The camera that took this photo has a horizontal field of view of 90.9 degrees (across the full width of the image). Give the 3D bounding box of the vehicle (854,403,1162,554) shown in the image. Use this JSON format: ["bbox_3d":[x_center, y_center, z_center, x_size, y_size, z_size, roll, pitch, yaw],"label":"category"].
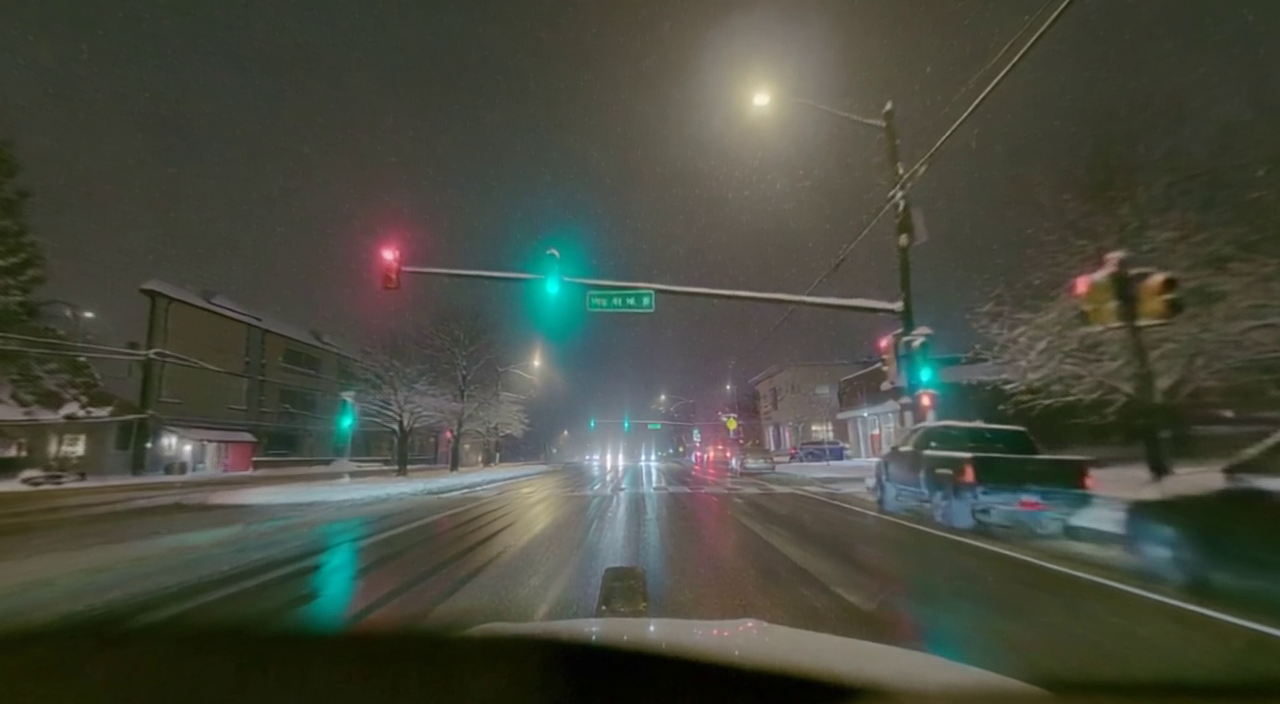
[{"bbox_3d":[5.870,2.083,11.189,2.182,2.019,5.247,0,-8,-1],"label":"vehicle"}]

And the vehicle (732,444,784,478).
[{"bbox_3d":[6.110,5.660,33.011,1.955,1.679,3.890,0,-8,0],"label":"vehicle"}]

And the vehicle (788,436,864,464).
[{"bbox_3d":[12.890,6.833,43.899,4.571,1.827,2.260,1,-9,-1],"label":"vehicle"}]

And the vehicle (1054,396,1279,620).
[{"bbox_3d":[5.717,1.149,4.589,1.845,1.664,5.285,0,-8,0],"label":"vehicle"}]
